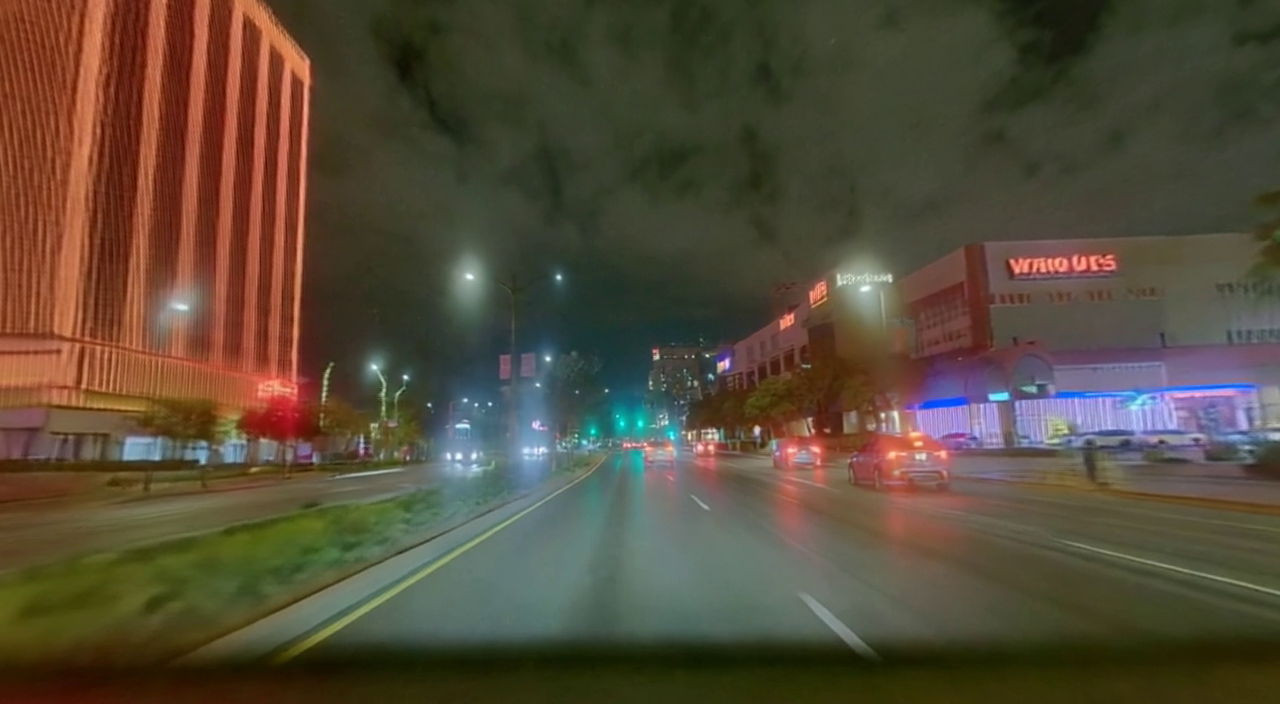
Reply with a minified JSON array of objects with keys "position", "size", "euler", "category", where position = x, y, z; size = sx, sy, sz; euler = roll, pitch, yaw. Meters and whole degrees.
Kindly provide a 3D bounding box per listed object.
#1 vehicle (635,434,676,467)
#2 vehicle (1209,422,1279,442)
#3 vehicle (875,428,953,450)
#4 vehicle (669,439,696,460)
[{"position":[0.884,5.363,34.484],"size":[2.100,1.683,4.231],"euler":[-1,-8,2],"category":"vehicle"},{"position":[47.136,6.216,48.903],"size":[1.822,1.462,4.473],"euler":[-3,-8,-3],"category":"vehicle"},{"position":[19.723,6.298,45.619],"size":[4.619,1.447,2.054],"euler":[0,-8,-1],"category":"vehicle"},{"position":[3.086,7.191,46.537],"size":[1.685,1.441,3.795],"euler":[0,-8,-1],"category":"vehicle"}]
